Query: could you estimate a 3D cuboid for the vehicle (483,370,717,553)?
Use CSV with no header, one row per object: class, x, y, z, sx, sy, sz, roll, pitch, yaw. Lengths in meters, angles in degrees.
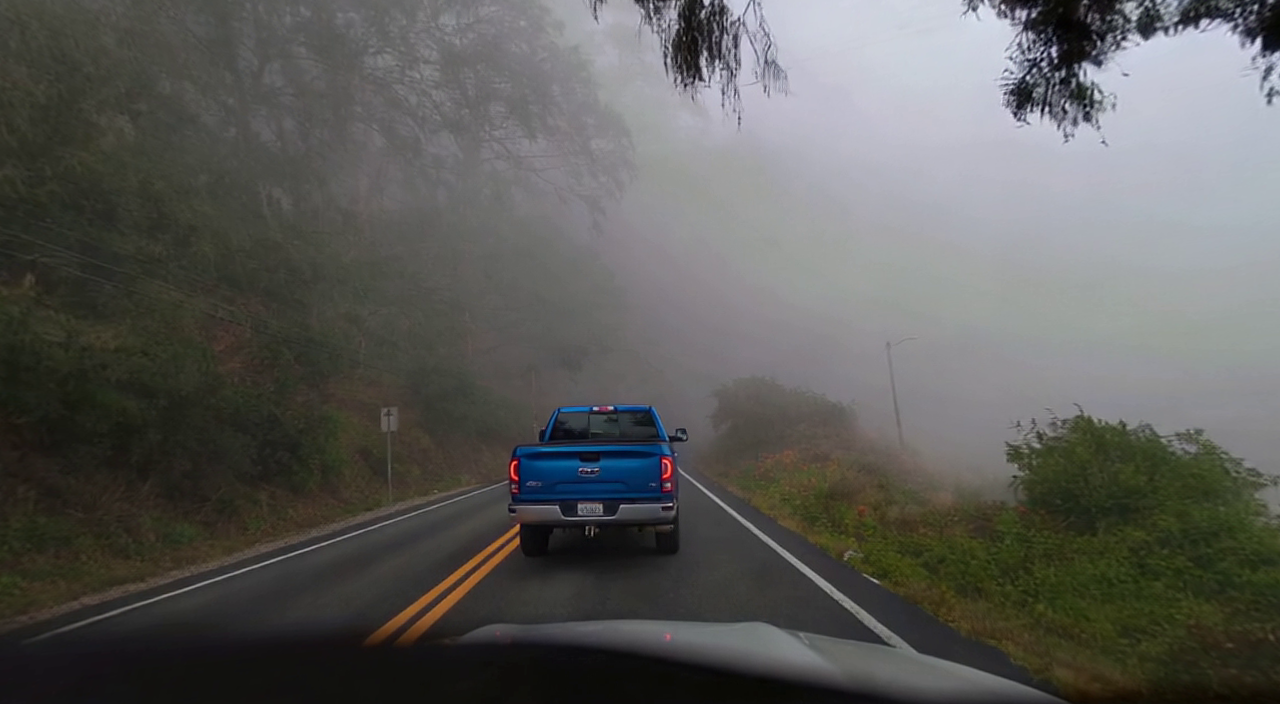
vehicle,-0.527,1.763,10.727,2.837,2.223,5.885,0,-8,-1
